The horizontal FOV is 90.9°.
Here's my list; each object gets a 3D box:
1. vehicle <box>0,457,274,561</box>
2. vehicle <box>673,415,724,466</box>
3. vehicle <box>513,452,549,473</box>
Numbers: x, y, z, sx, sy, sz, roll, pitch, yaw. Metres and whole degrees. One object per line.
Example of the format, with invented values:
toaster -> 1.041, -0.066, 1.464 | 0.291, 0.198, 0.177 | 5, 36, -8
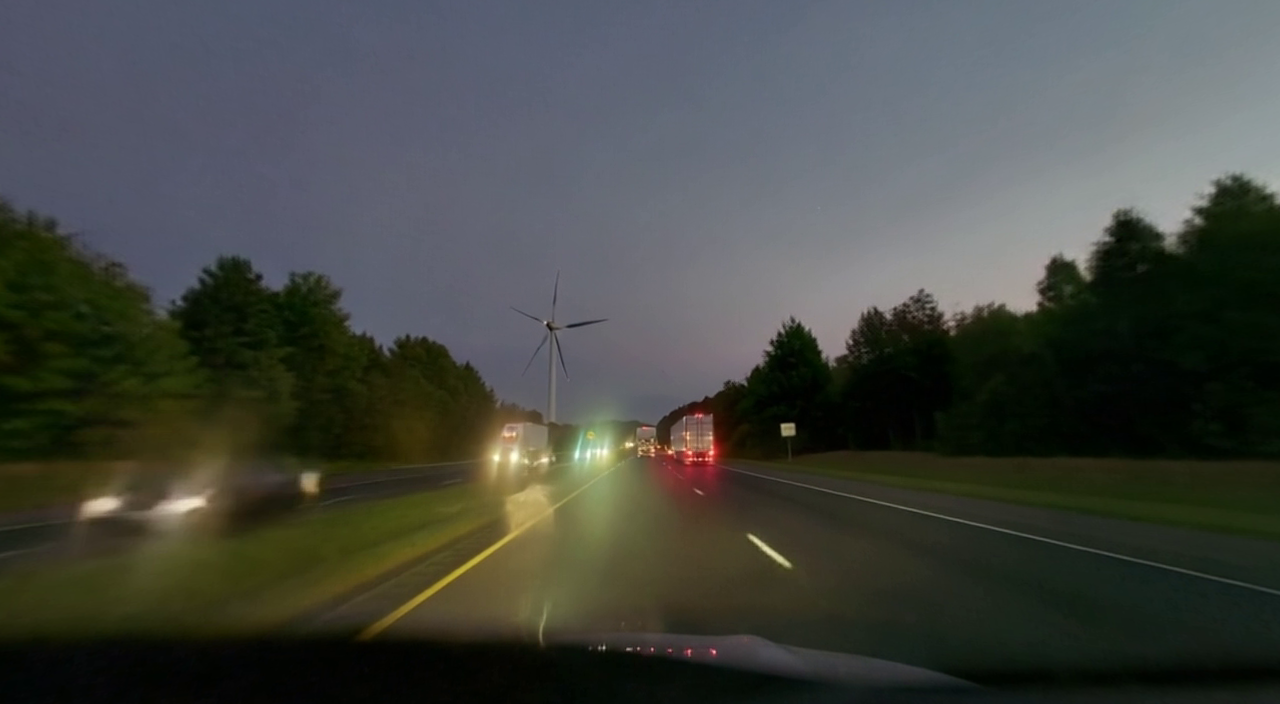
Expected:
vehicle -> -8.793, 2.701, 11.469 | 1.978, 1.498, 3.712 | 0, -9, 0
vehicle -> 4.387, 7.024, 49.417 | 2.903, 3.602, 9.351 | 0, -9, -1
vehicle -> -7.856, 8.017, 45.764 | 1.843, 1.456, 3.733 | 0, -9, 1
